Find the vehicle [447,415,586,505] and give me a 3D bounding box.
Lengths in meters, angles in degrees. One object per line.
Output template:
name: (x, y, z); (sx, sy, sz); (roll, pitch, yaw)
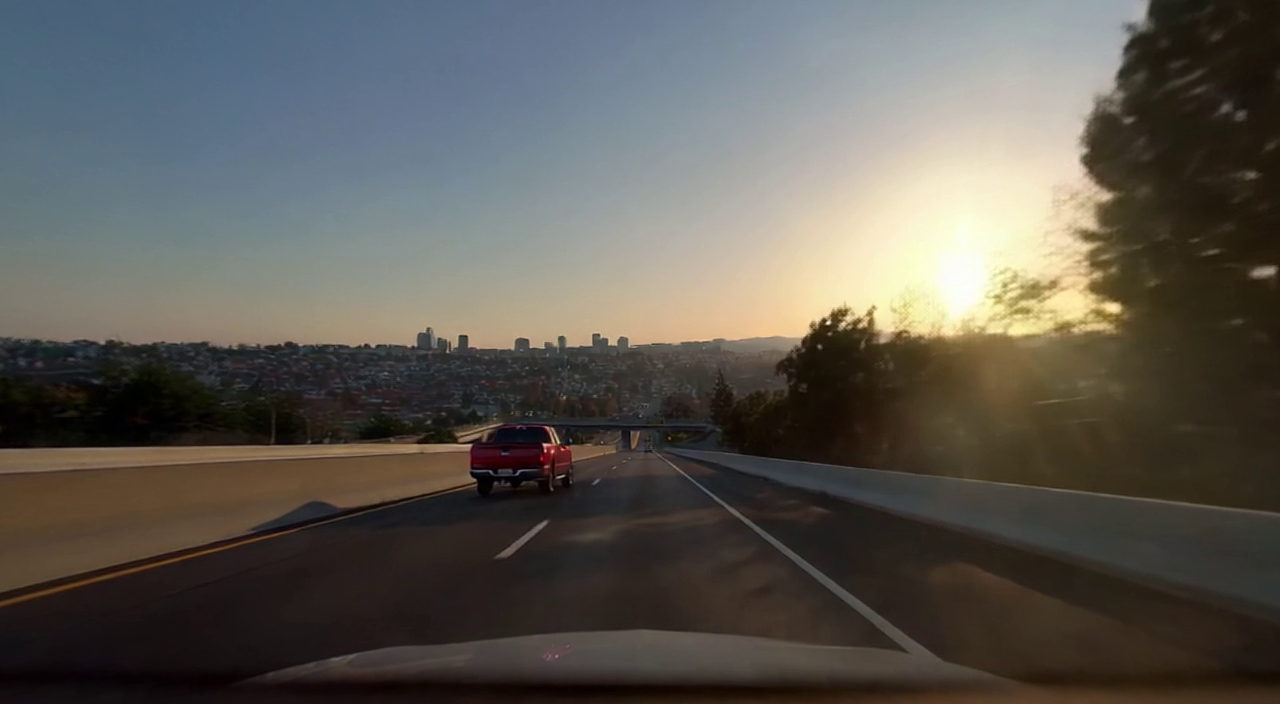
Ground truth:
vehicle: (-2.930, 2.756, 16.508); (2.350, 1.932, 5.562); (0, -8, 2)
